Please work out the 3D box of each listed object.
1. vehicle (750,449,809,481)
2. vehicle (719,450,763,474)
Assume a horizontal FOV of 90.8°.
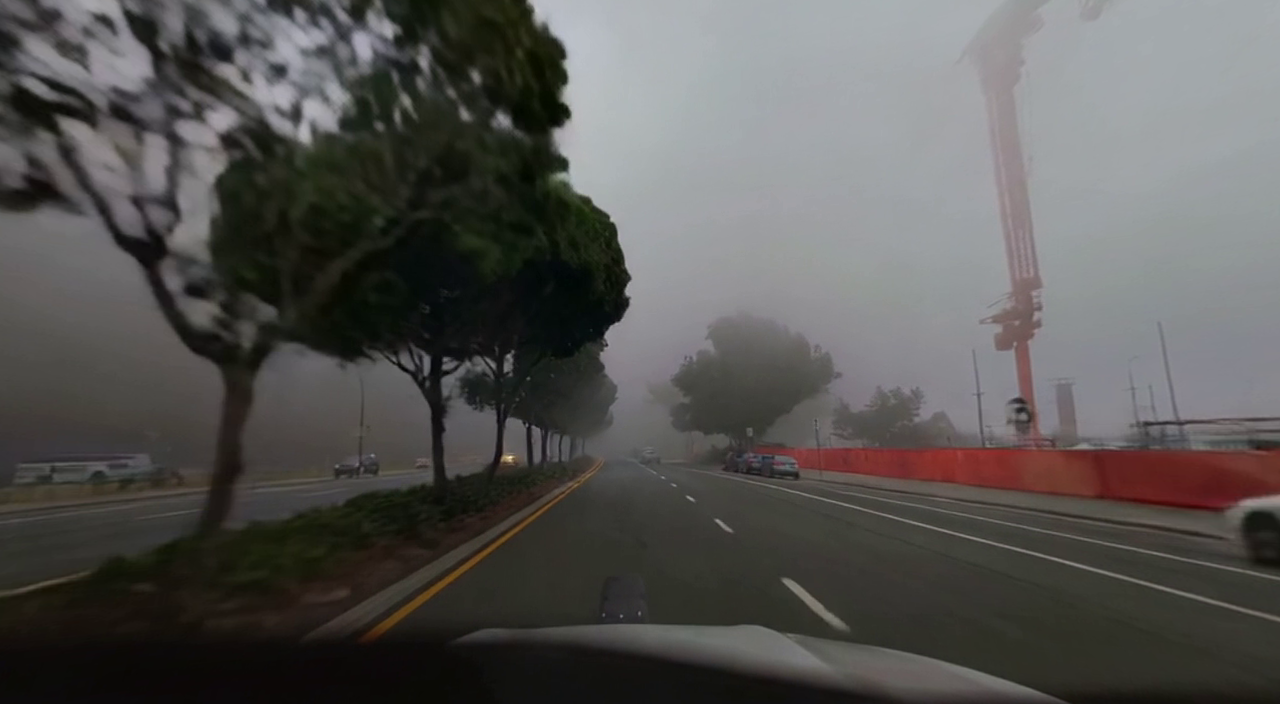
[{"bbox_3d":[7.715,6.265,35.356,1.974,1.472,4.654,4,-9,-3],"label":"vehicle"},{"bbox_3d":[7.412,8.111,46.862,1.977,1.540,4.307,5,-9,-8],"label":"vehicle"}]
